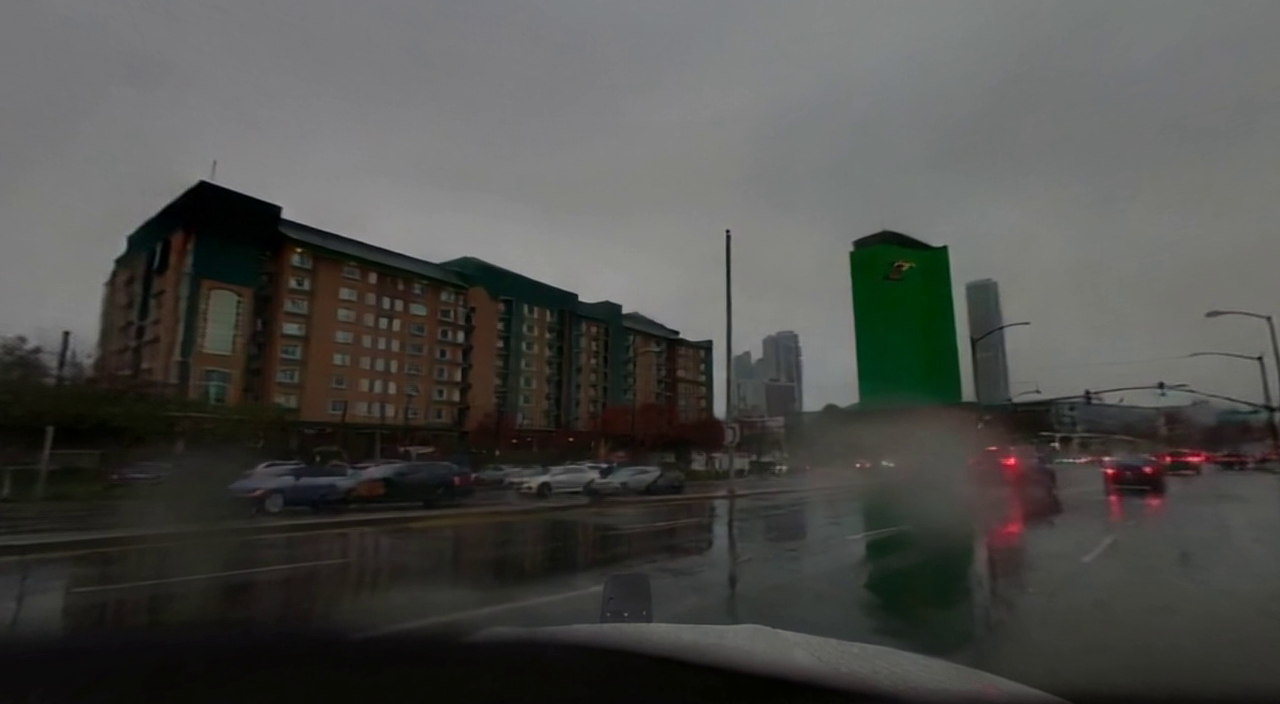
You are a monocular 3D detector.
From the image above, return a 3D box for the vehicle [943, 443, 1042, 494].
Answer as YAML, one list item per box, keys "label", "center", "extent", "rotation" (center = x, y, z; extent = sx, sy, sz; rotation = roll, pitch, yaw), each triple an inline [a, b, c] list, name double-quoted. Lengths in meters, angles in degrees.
- label: "vehicle"
  center: [13.262, 4.278, 23.584]
  extent: [2.031, 1.692, 4.284]
  rotation: [-9, -12, 44]

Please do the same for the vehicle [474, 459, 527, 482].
- label: "vehicle"
  center: [-10.309, 8.708, 46.416]
  extent: [2.113, 1.502, 3.990]
  rotation: [7, -11, -41]

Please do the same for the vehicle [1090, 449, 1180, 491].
- label: "vehicle"
  center: [19.536, 4.565, 24.783]
  extent: [4.710, 1.444, 2.041]
  rotation: [8, -12, -44]

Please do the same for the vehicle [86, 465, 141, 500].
- label: "vehicle"
  center: [-26.356, 6.449, 31.480]
  extent: [1.845, 1.509, 3.855]
  rotation: [7, -11, -41]

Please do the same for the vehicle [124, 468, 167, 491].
- label: "vehicle"
  center: [-34.680, 8.885, 44.159]
  extent: [1.914, 1.424, 3.588]
  rotation: [8, -12, -43]

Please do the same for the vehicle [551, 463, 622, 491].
- label: "vehicle"
  center: [-3.510, 8.263, 42.018]
  extent: [1.875, 1.600, 4.604]
  rotation: [-8, -12, 42]

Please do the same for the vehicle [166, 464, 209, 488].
- label: "vehicle"
  center: [-33.126, 9.001, 46.095]
  extent: [1.871, 1.550, 3.951]
  rotation: [8, -12, -44]

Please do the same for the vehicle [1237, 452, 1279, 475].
- label: "vehicle"
  center: [42.595, 7.612, 43.323]
  extent: [1.981, 1.449, 4.533]
  rotation: [-8, -11, 41]

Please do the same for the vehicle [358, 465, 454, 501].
- label: "vehicle"
  center: [-12.096, 6.770, 32.777]
  extent: [1.884, 1.575, 4.215]
  rotation: [-8, -12, 42]

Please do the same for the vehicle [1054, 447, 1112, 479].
- label: "vehicle"
  center: [24.855, 6.169, 35.299]
  extent: [4.011, 1.697, 1.857]
  rotation: [8, -12, -44]

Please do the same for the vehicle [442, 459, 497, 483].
- label: "vehicle"
  center: [-12.097, 8.395, 44.635]
  extent: [2.133, 1.494, 4.108]
  rotation: [7, -11, -41]

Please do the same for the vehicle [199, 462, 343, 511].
- label: "vehicle"
  center: [-16.392, 5.920, 28.204]
  extent: [5.127, 1.803, 2.011]
  rotation: [8, -12, -44]
